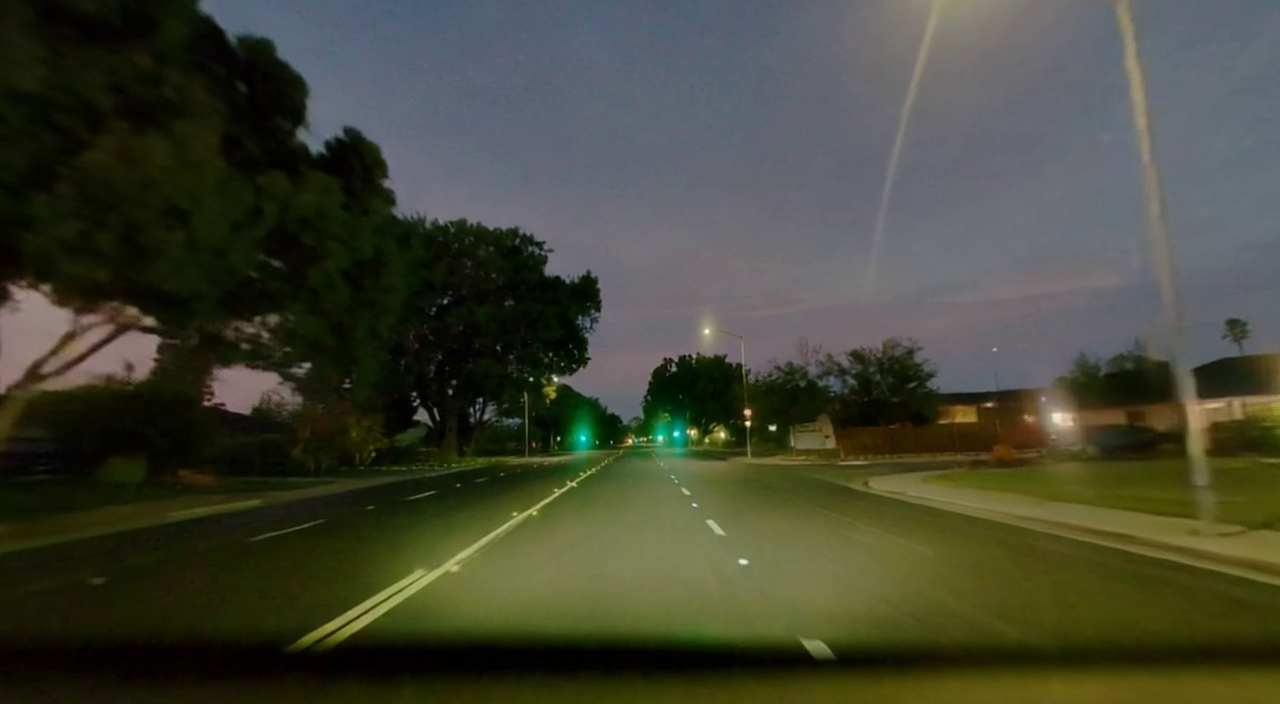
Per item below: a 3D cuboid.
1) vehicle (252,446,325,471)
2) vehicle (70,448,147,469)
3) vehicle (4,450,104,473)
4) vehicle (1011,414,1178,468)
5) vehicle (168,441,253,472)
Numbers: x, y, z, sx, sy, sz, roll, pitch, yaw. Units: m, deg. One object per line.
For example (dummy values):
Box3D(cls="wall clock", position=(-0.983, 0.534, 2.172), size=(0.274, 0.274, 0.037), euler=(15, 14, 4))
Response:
Box3D(cls="vehicle", position=(-23.406, 7.067, 42.063), size=(4.584, 1.562, 2.091), euler=(-5, -10, 29))
Box3D(cls="vehicle", position=(-40.750, 8.167, 48.551), size=(4.030, 1.467, 1.994), euler=(4, -8, -24))
Box3D(cls="vehicle", position=(-41.614, 7.767, 45.009), size=(4.780, 1.482, 1.881), euler=(4, -9, -23))
Box3D(cls="vehicle", position=(21.287, 4.187, 29.798), size=(6.048, 2.416, 2.158), euler=(0, -8, 0))
Box3D(cls="vehicle", position=(-28.921, 6.982, 42.494), size=(5.502, 1.936, 2.147), euler=(-4, -9, 26))
